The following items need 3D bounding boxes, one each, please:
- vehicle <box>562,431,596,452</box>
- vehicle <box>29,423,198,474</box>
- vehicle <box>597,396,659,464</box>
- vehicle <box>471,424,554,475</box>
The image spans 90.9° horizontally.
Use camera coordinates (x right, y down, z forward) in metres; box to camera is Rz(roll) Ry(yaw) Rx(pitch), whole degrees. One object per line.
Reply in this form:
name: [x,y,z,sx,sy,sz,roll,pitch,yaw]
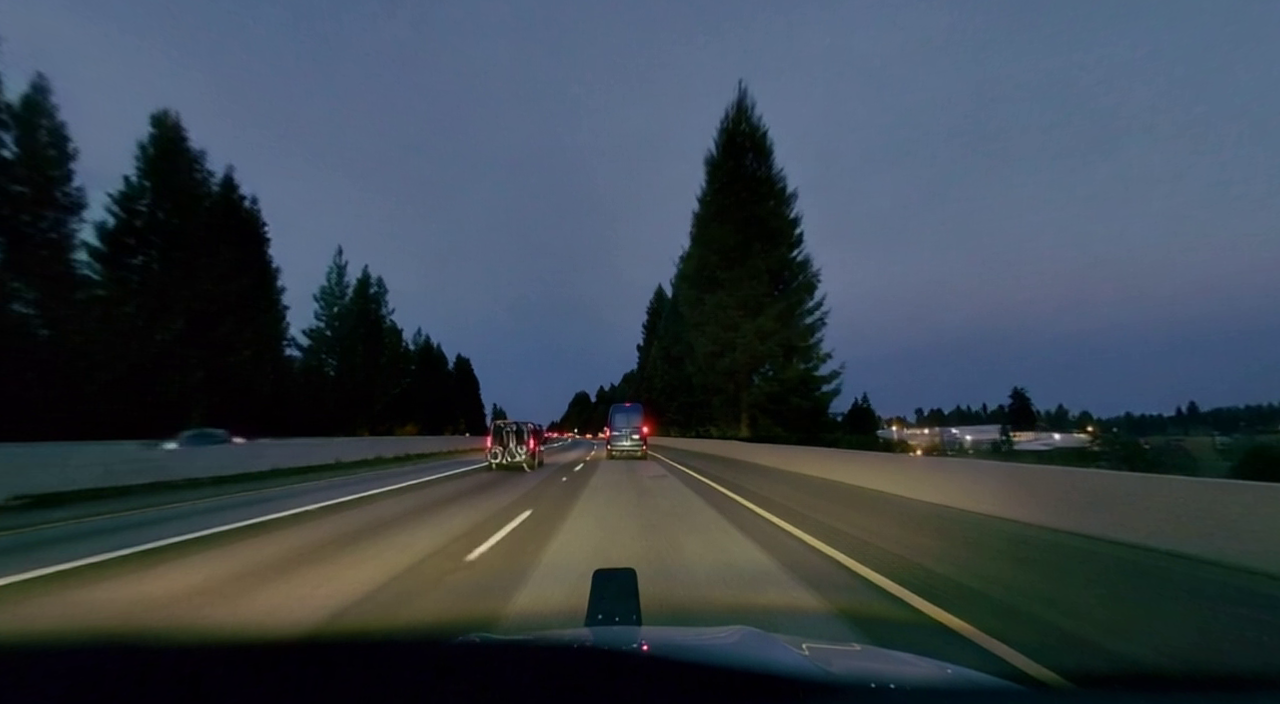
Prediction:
vehicle: [-4.425,6.546,46.142,2.251,1.459,4.236,0,-8,-2]
vehicle: [-16.493,3.014,20.070,1.735,1.433,4.237,1,-7,-1]
vehicle: [-0.684,3.784,30.286,2.647,2.896,6.480,1,-8,-3]
vehicle: [-4.439,3.442,22.649,2.110,1.636,4.453,0,-8,-1]
